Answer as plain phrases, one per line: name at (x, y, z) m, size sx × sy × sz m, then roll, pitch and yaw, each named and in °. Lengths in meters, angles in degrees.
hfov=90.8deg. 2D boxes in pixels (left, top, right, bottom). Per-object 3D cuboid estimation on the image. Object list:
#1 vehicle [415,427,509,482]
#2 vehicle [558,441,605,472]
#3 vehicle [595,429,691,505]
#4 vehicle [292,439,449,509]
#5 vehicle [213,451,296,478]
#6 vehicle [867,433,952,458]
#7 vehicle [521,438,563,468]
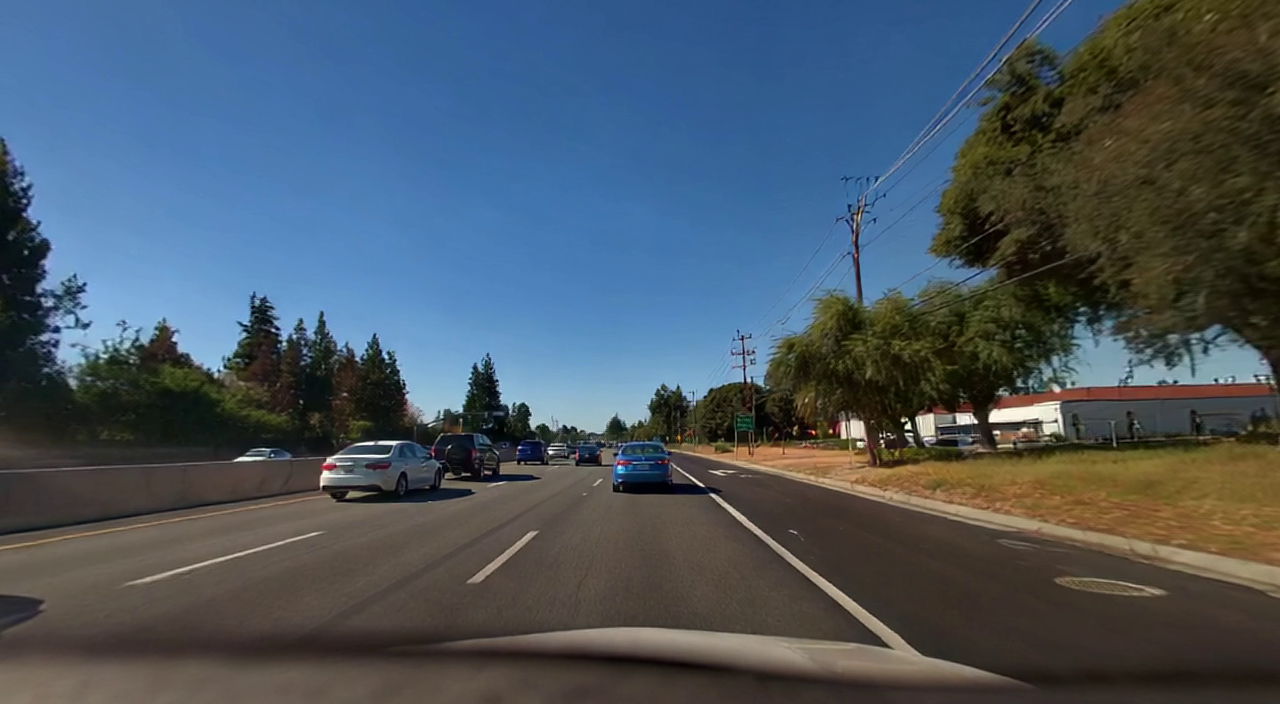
vehicle at (-6.739, 3.963, 24.639) m, size 2.144 × 1.905 × 4.967 m, roll 0°, pitch -8°, yaw 1°
vehicle at (-3.023, 5.485, 33.471) m, size 2.055 × 1.510 × 3.961 m, roll 0°, pitch -8°, yaw 2°
vehicle at (0.068, 2.862, 16.160) m, size 2.140 × 1.653 × 4.108 m, roll 0°, pitch -8°, yaw 0°
vehicle at (-6.474, 2.954, 15.843) m, size 1.900 × 1.483 × 4.547 m, roll 0°, pitch -8°, yaw 0°
vehicle at (-22.639, 6.603, 37.323) m, size 1.911 × 1.439 × 4.742 m, roll 0°, pitch -8°, yaw 0°
vehicle at (17.777, 6.213, 41.784) m, size 4.659 × 1.572 × 2.019 m, roll 0°, pitch -8°, yaw 0°
vehicle at (-6.114, 6.354, 39.957) m, size 1.914 × 1.756 × 4.179 m, roll 0°, pitch -8°, yaw 1°
